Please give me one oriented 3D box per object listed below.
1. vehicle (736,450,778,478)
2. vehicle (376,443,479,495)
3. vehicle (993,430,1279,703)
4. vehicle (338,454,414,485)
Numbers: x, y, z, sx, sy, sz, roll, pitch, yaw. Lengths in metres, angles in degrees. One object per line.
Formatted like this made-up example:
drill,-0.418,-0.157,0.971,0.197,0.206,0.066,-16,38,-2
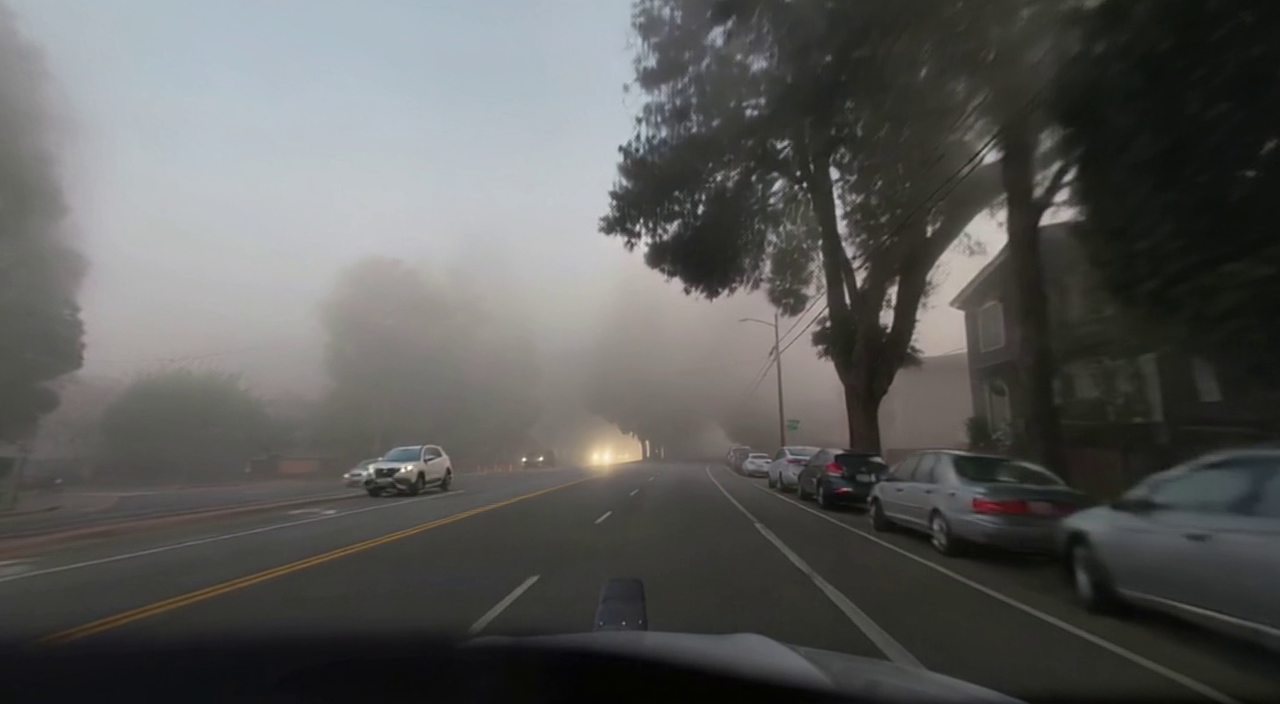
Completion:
vehicle,6.473,6.241,35.377,1.833,1.399,4.727,-1,-8,5
vehicle,-7.740,4.270,23.592,2.331,1.696,4.861,0,-8,-2
vehicle,4.364,1.197,3.587,2.080,1.490,5.001,-1,-8,4
vehicle,-14.374,6.419,34.625,1.909,1.483,4.498,-1,-8,5
